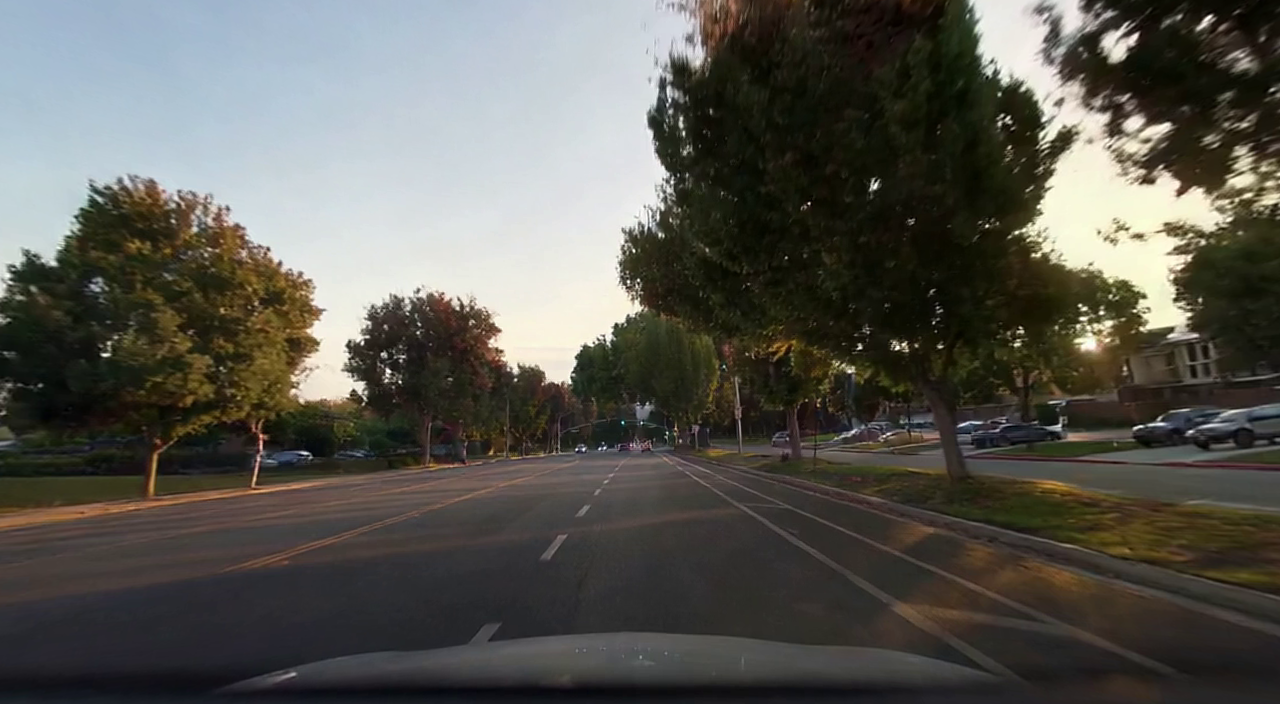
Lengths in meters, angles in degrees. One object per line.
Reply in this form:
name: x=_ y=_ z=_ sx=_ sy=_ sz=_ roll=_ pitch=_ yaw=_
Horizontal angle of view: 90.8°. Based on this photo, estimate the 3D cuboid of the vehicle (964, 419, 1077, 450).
vehicle: x=22.544 y=4.924 z=37.602 sx=5.268 sy=1.720 sz=2.149 roll=-1 pitch=-8 yaw=1

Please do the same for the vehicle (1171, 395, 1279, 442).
vehicle: x=23.667 y=2.576 z=24.363 sx=4.603 sy=1.704 sz=1.936 roll=0 pitch=-8 yaw=-2

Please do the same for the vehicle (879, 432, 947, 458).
vehicle: x=16.055 y=5.520 z=37.441 sx=1.849 sy=1.415 sz=4.801 roll=0 pitch=-8 yaw=0

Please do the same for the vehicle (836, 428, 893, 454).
vehicle: x=15.701 y=6.277 z=44.404 sx=2.106 sy=1.670 sz=5.008 roll=0 pitch=-8 yaw=-1

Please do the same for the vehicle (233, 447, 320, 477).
vehicle: x=-24.654 y=7.453 z=42.947 sx=4.715 sy=1.451 sz=1.863 roll=-5 pitch=-3 yaw=-3
